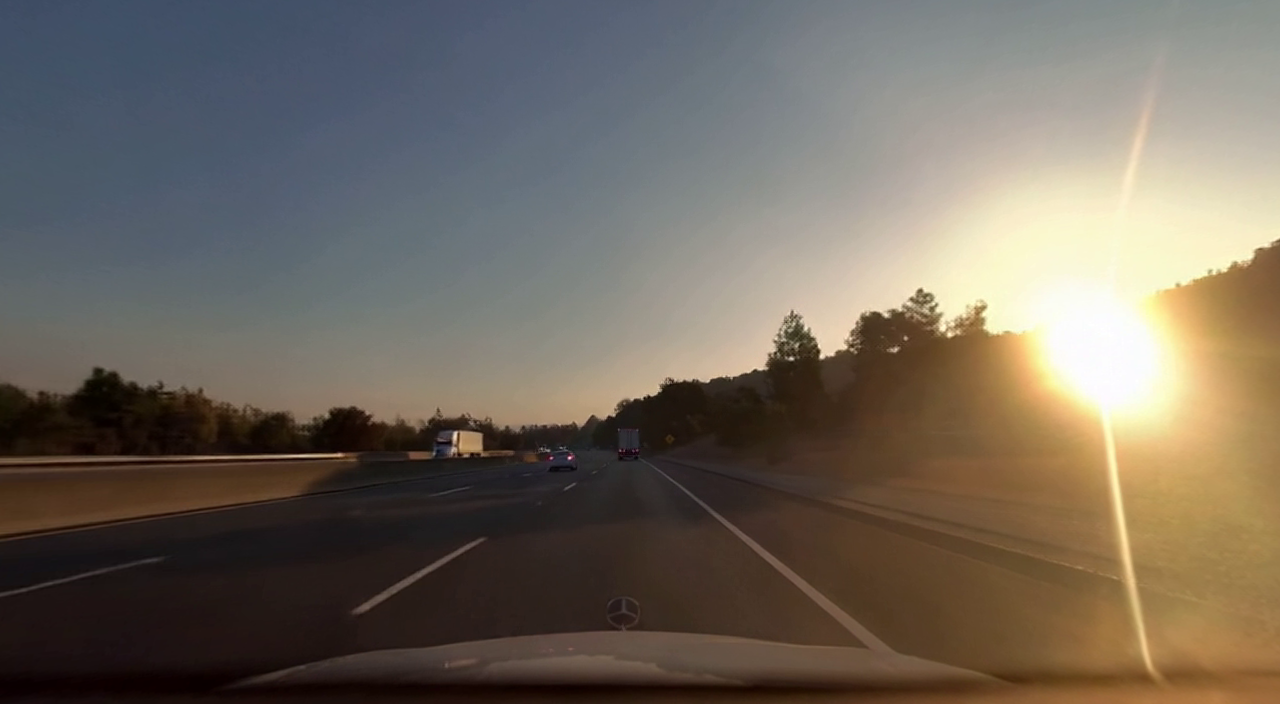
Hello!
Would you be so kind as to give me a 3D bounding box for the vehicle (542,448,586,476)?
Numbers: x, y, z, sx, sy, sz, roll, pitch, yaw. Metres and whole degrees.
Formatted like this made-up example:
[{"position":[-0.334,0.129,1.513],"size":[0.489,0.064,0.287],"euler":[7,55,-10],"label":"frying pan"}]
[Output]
[{"position":[-4.570,6.670,38.515],"size":[2.108,1.573,5.000],"euler":[0,-9,-1],"label":"vehicle"}]
